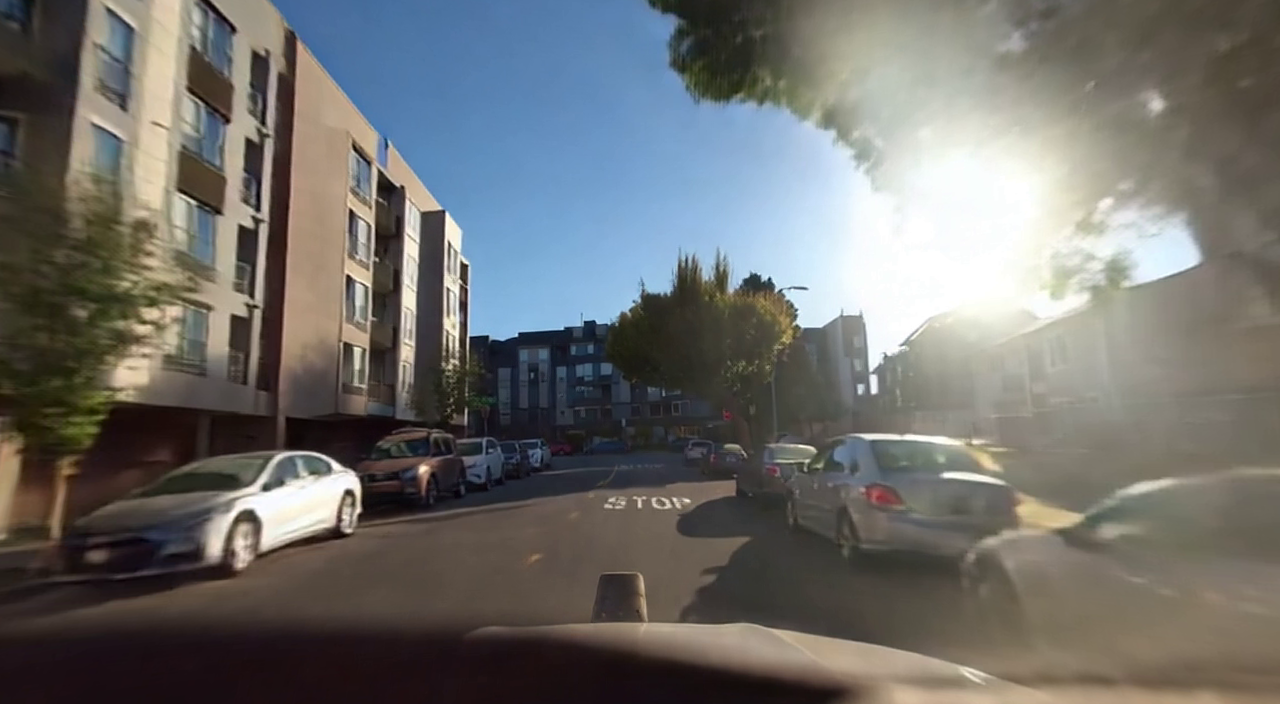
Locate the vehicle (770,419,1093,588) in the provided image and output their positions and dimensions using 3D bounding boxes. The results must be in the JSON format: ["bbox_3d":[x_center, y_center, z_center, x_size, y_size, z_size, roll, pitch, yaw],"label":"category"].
[{"bbox_3d":[3.202,1.731,8.135,2.099,1.585,4.208,0,-8,-1],"label":"vehicle"}]

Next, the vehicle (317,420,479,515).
[{"bbox_3d":[-5.584,2.705,15.394,2.216,1.953,4.553,0,-8,-2],"label":"vehicle"}]

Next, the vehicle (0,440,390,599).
[{"bbox_3d":[-5.403,1.955,8.580,2.119,1.500,4.953,0,-8,-2],"label":"vehicle"}]

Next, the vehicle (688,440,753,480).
[{"bbox_3d":[3.201,4.370,25.966,1.919,1.490,4.339,1,-8,-2],"label":"vehicle"}]

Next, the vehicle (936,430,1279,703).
[{"bbox_3d":[3.364,1.111,3.063,1.835,1.420,4.186,0,-8,0],"label":"vehicle"}]
